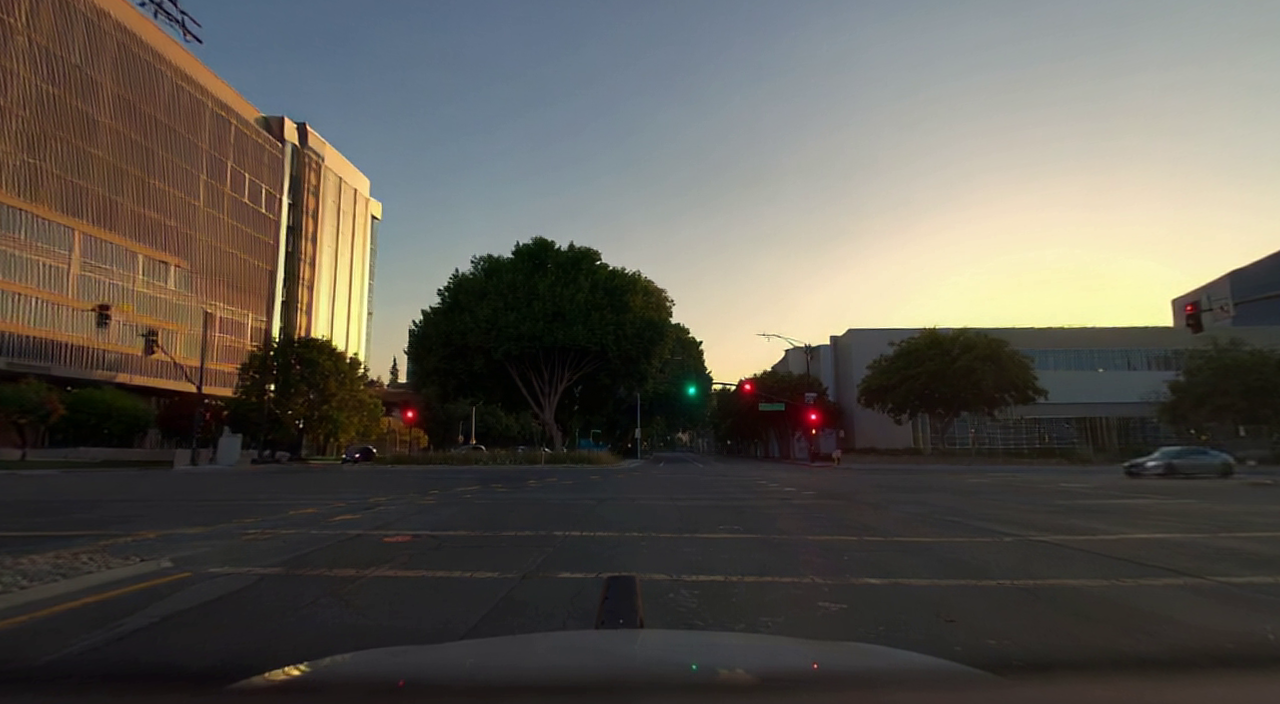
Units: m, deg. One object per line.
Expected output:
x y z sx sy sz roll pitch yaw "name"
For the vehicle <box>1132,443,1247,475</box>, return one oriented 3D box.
30.718 5.966 35.405 4.639 1.699 2.030 0 -9 -3 "vehicle"
